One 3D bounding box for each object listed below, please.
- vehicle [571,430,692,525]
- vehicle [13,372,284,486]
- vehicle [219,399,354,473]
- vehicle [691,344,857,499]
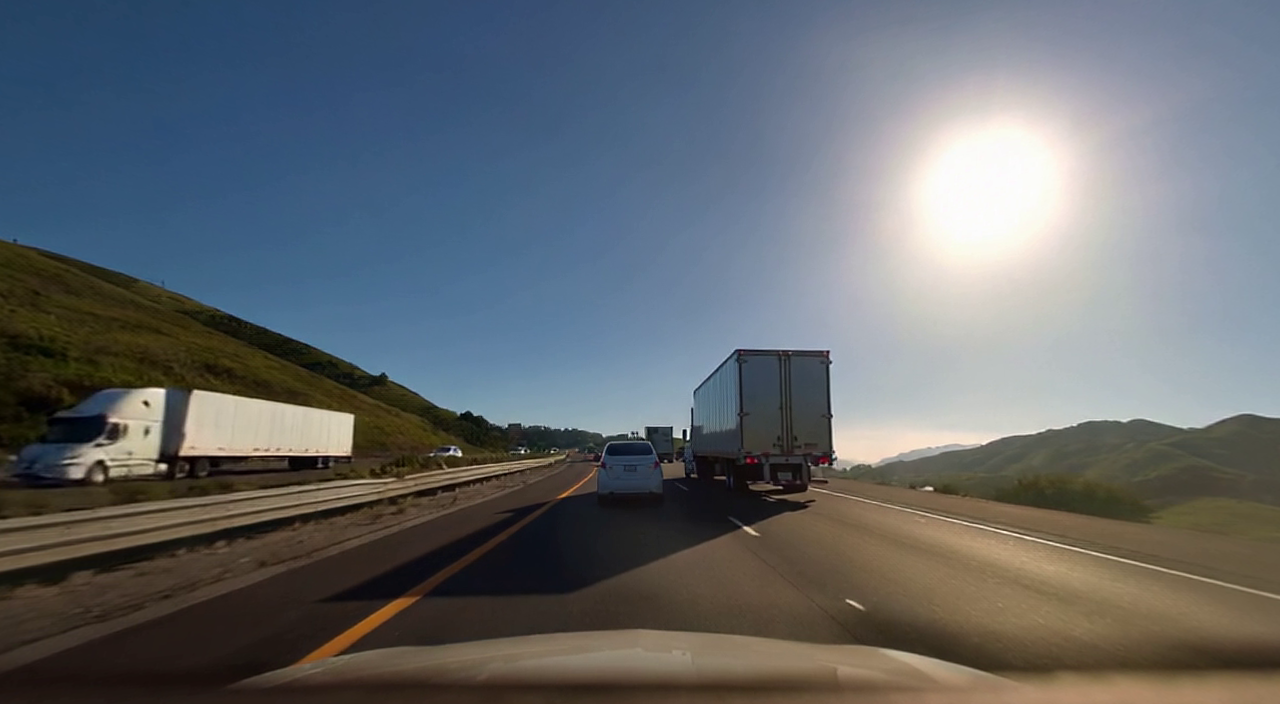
[{"bbox_3d":[-0.181,2.508,13.048,2.109,1.639,3.768,0,-9,-1],"label":"vehicle"},{"bbox_3d":[-19.652,3.423,26.750,2.962,3.847,10.654,0,-9,-1],"label":"vehicle"},{"bbox_3d":[-19.816,4.892,36.216,2.842,3.712,8.403,0,-9,-1],"label":"vehicle"},{"bbox_3d":[4.048,2.866,23.480,2.812,4.024,14.098,0,-9,-1],"label":"vehicle"}]
